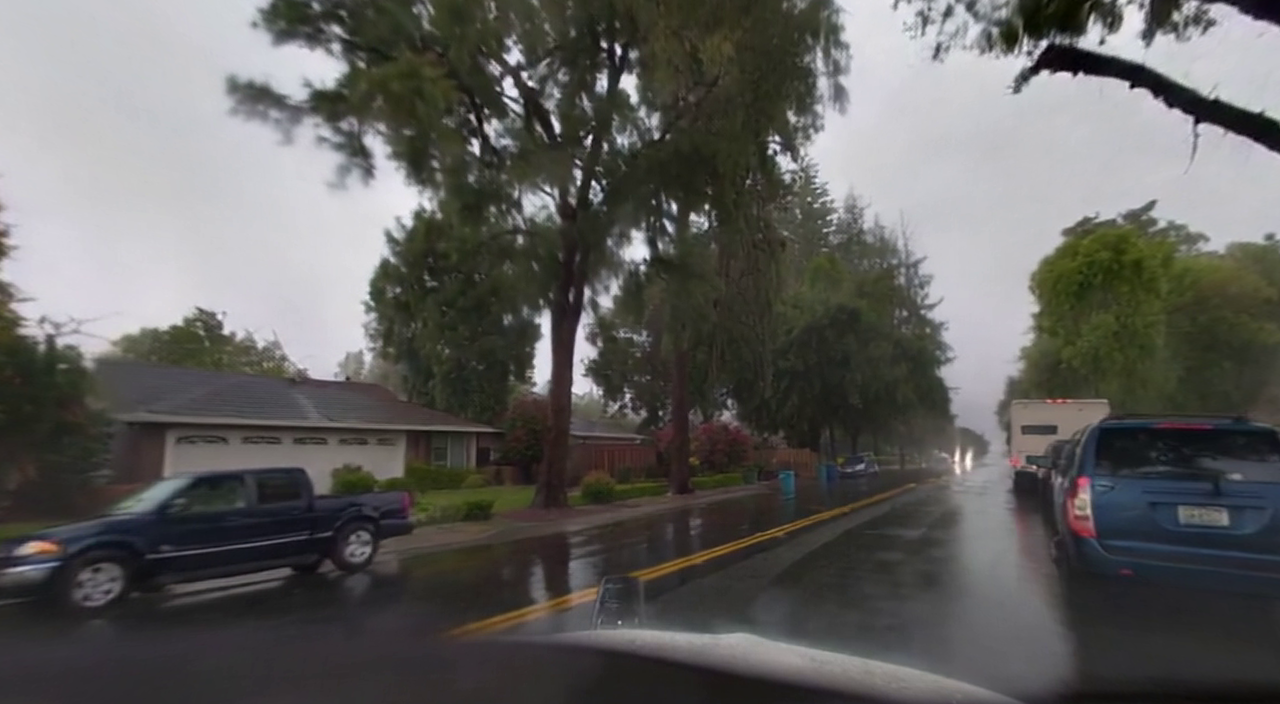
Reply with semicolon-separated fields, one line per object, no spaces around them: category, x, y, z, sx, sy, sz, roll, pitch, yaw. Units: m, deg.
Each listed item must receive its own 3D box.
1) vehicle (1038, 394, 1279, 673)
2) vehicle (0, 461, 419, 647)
vehicle;5.547;1.492;6.600;2.182;1.785;5.726;-4;-8;32
vehicle;-5.275;2.159;7.772;1.816;1.489;4.653;-5;-10;30
